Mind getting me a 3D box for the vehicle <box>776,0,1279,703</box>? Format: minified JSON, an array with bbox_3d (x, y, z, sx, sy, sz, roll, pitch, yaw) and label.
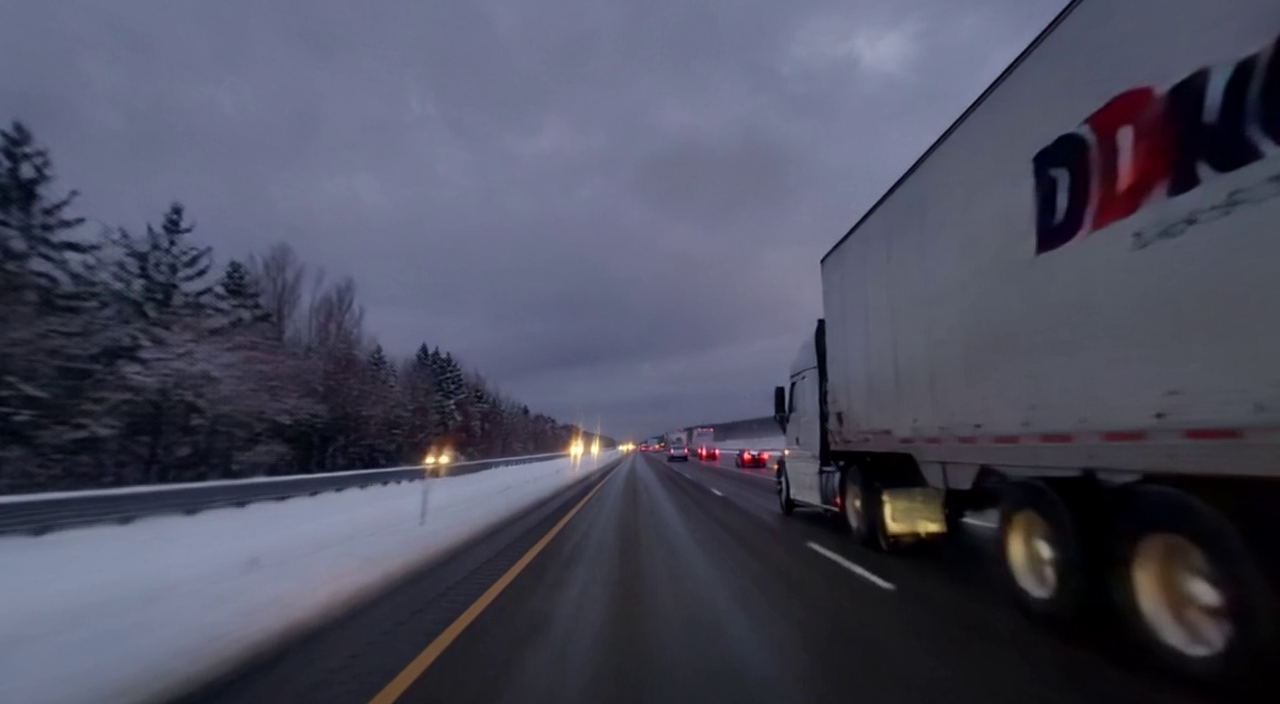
[{"bbox_3d":[4.001,0.221,5.731,3.015,3.877,10.370,0,-9,-1],"label":"vehicle"}]
